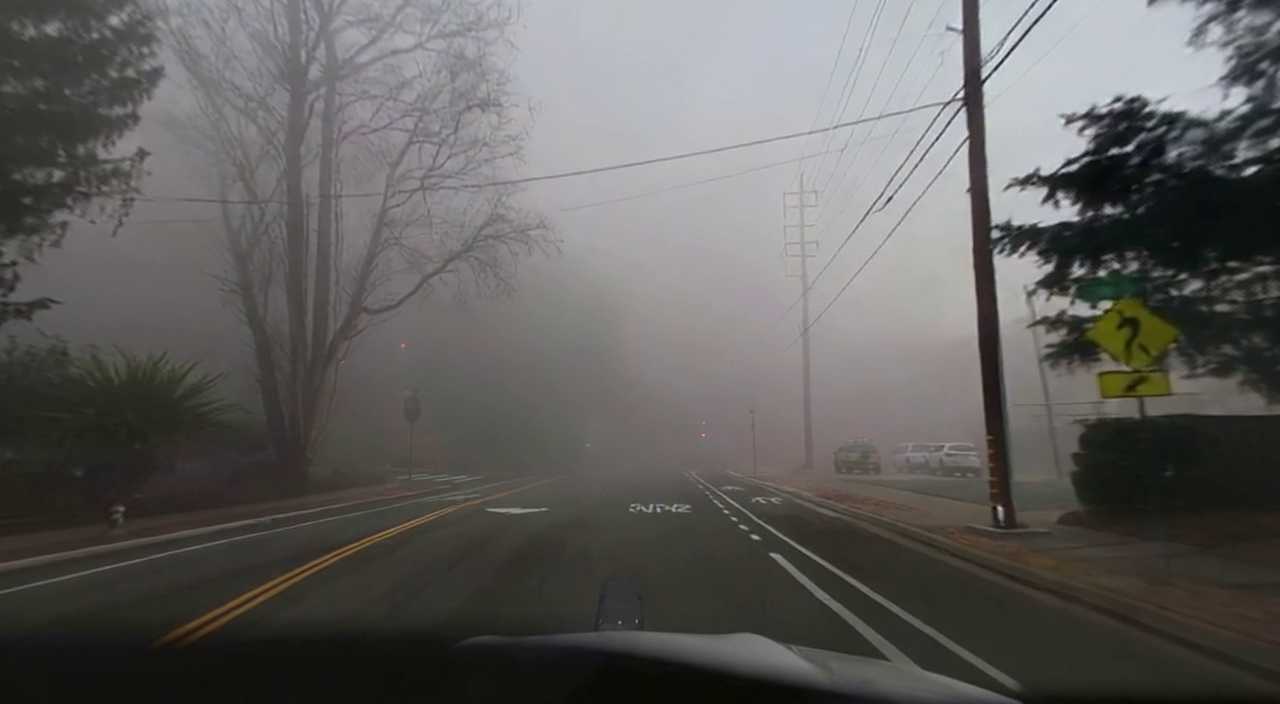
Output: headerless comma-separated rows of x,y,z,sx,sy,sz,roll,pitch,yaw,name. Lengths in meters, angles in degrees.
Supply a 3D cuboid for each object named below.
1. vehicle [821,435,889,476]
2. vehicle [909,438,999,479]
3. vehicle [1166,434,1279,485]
10.916,5.287,32.310,1.912,1.953,4.651,0,-9,1,vehicle
14.131,4.825,28.669,1.935,1.683,4.669,0,-9,3,vehicle
21.528,3.727,22.095,3.943,1.664,2.391,-1,-8,0,vehicle
